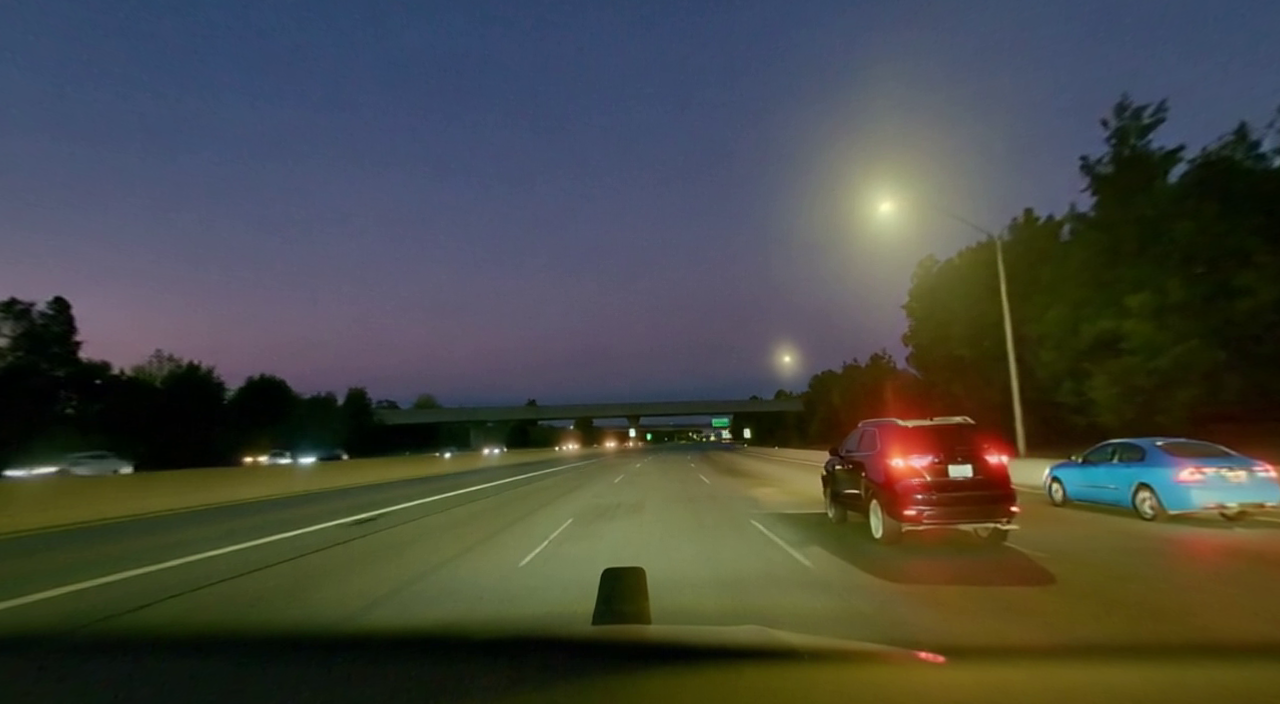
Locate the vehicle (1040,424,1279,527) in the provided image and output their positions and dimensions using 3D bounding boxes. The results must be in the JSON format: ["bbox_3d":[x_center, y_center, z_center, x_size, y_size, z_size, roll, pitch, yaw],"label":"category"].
[{"bbox_3d":[10.325,2.309,12.375,2.024,1.628,4.417,0,-8,0],"label":"vehicle"}]

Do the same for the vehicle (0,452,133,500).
[{"bbox_3d":[-20.939,4.335,22.453,1.800,1.469,4.518,0,-8,2],"label":"vehicle"}]

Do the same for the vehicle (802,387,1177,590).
[{"bbox_3d":[3.592,1.499,7.757,2.019,1.732,4.579,0,-8,1],"label":"vehicle"}]

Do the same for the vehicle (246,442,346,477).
[{"bbox_3d":[-16.696,5.207,30.954,2.000,1.557,4.784,-1,-8,3],"label":"vehicle"}]
